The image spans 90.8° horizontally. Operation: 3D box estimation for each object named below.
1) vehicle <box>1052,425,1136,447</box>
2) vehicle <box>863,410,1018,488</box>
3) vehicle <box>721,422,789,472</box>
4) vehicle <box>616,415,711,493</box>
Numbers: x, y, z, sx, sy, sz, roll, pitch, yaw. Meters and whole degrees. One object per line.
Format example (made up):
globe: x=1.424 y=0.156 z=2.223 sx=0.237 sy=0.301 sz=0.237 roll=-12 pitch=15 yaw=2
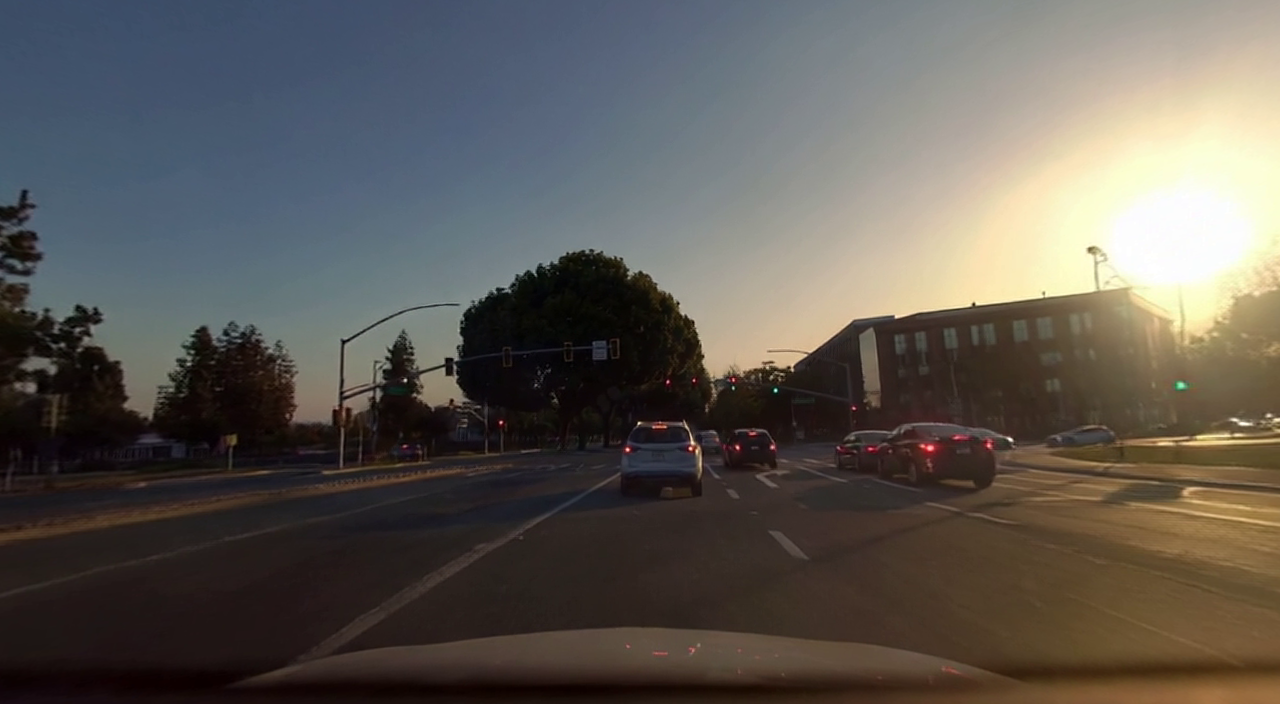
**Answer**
vehicle: x=32.287 y=6.003 z=45.104 sx=4.596 sy=1.468 sz=1.785 roll=-6 pitch=-10 yaw=31
vehicle: x=7.756 y=2.577 z=16.891 sx=2.074 sy=1.791 sz=4.393 roll=-1 pitch=-9 yaw=2
vehicle: x=4.523 y=3.831 z=25.509 sx=2.188 sy=1.774 sz=4.646 roll=-1 pitch=-9 yaw=4
vehicle: x=0.655 y=2.709 z=16.991 sx=2.211 sy=1.795 sz=4.179 roll=-1 pitch=-9 yaw=3
